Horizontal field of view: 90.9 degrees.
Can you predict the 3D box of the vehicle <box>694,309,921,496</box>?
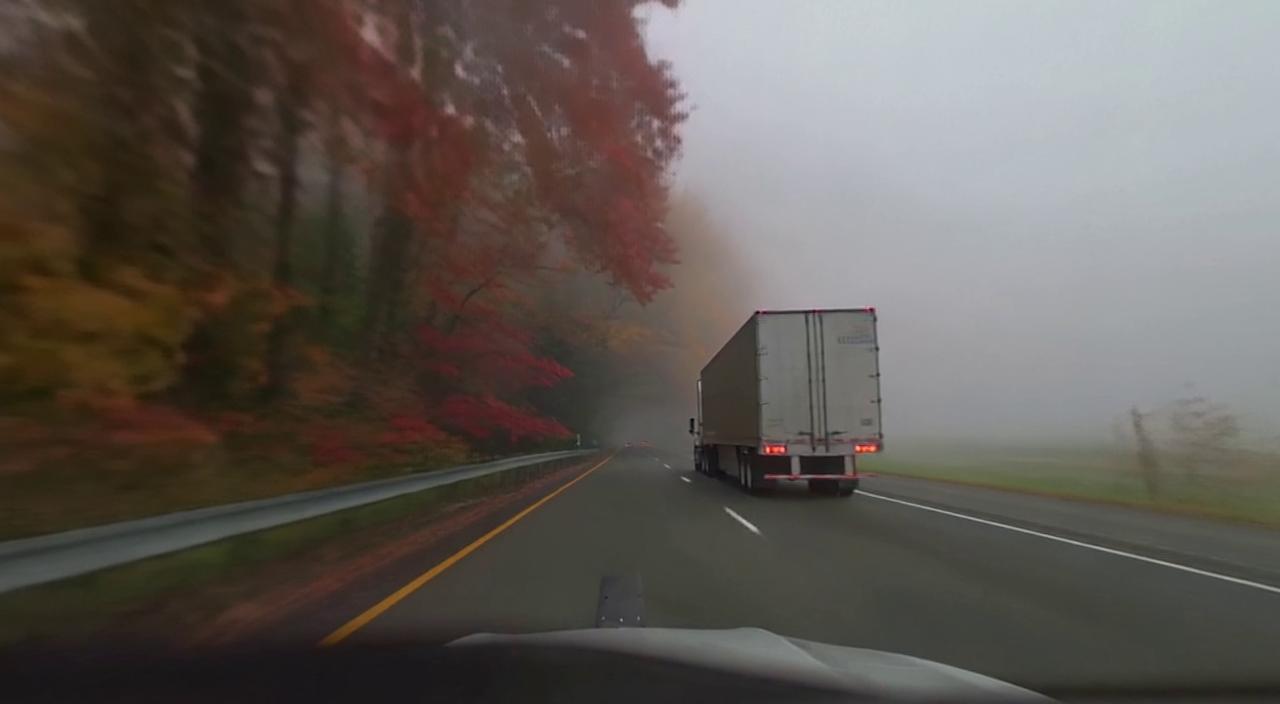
[{"bbox_3d":[4.258,2.121,21.081,3.357,4.101,14.659,0,-8,-1],"label":"vehicle"}]
